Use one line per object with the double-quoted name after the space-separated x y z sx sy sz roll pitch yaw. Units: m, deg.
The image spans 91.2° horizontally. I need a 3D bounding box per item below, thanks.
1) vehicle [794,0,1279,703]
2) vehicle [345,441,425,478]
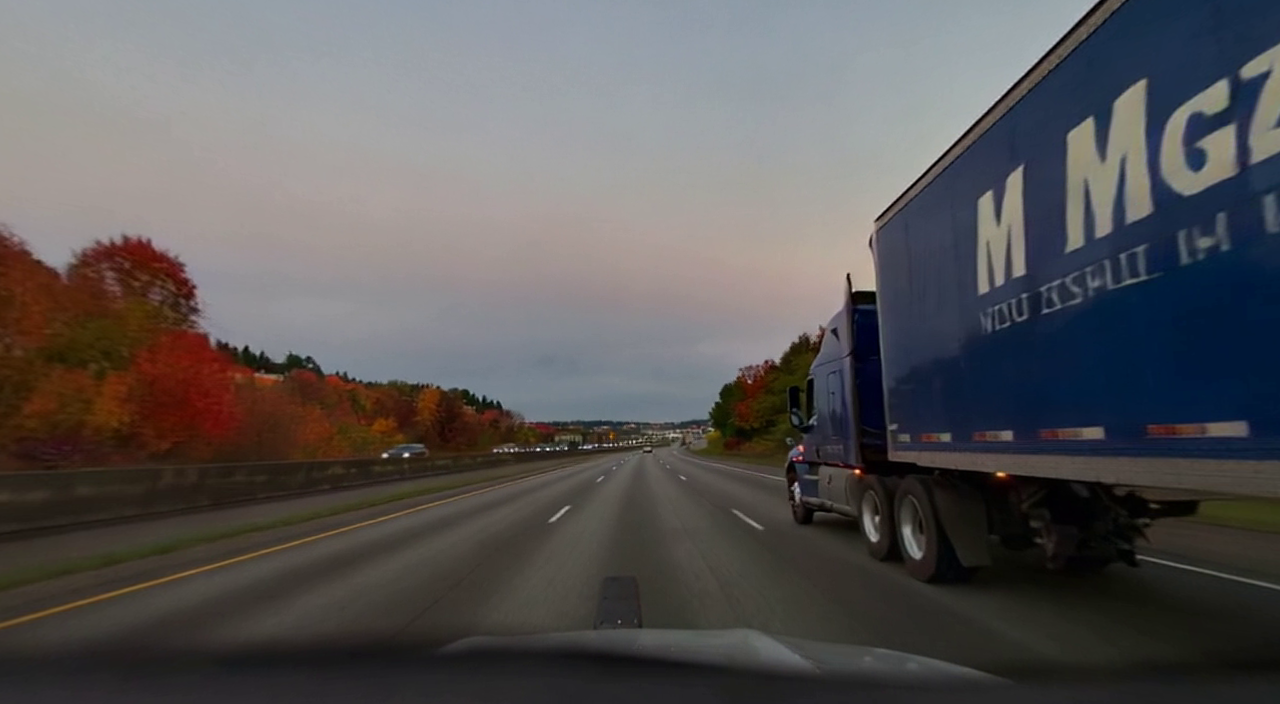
4.146 -0.352 1.844 3.003 3.880 16.814 0 -9 -1 "vehicle"
-11.984 5.084 29.816 1.931 1.603 4.362 0 -9 0 "vehicle"
